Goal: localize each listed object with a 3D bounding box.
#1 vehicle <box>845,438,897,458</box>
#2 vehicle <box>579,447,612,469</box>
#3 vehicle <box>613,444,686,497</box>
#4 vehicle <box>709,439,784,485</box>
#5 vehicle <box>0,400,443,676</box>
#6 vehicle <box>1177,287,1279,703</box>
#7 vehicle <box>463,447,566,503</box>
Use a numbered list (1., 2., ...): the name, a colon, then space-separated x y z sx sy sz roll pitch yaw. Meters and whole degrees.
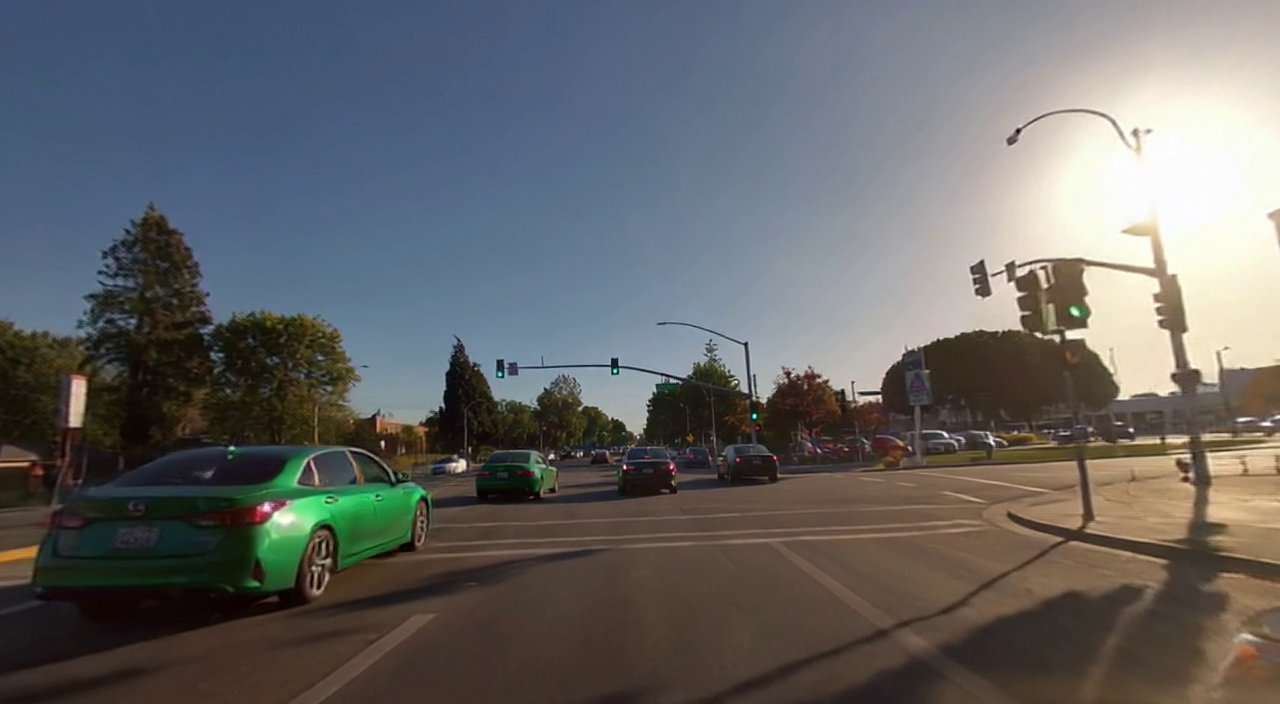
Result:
1. vehicle: 18.182 7.572 49.937 2.081 1.482 4.860 0 -8 -3
2. vehicle: -3.237 7.844 46.906 1.896 1.501 4.390 -1 -8 3
3. vehicle: 0.296 3.566 19.350 1.994 1.433 3.894 0 -8 1
4. vehicle: 3.766 3.978 23.101 1.920 1.479 4.548 0 -8 -1
5. vehicle: -3.805 1.510 6.404 2.023 1.687 4.874 0 -8 0
6. vehicle: 3.245 0.391 0.257 1.992 1.805 4.549 0 -8 0
7. vehicle: -3.575 3.579 18.830 1.995 1.436 4.500 -1 -8 2
